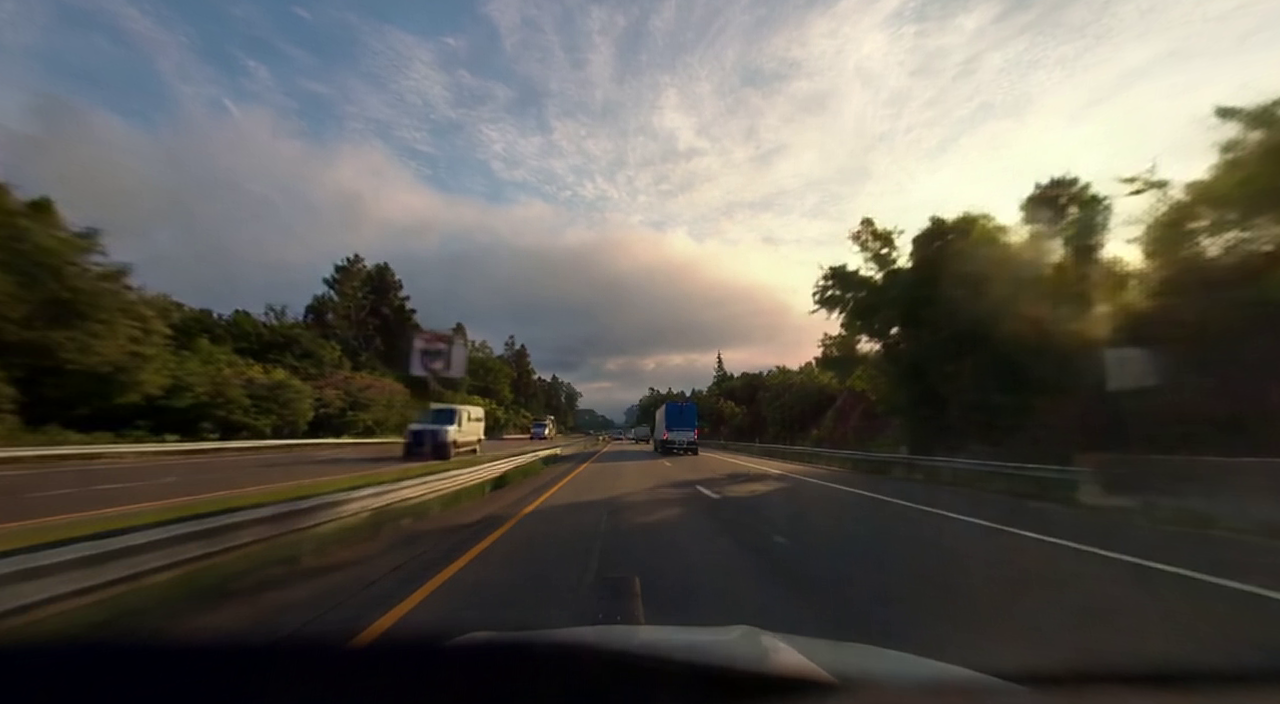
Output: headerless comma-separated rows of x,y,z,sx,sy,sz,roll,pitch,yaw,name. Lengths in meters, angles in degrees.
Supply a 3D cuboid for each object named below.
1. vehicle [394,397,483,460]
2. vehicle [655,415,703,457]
-9.580,3.751,30.639,2.420,2.722,6.220,0,-8,-2,vehicle
2.507,5.646,42.391,2.570,2.596,6.082,0,-8,-3,vehicle
